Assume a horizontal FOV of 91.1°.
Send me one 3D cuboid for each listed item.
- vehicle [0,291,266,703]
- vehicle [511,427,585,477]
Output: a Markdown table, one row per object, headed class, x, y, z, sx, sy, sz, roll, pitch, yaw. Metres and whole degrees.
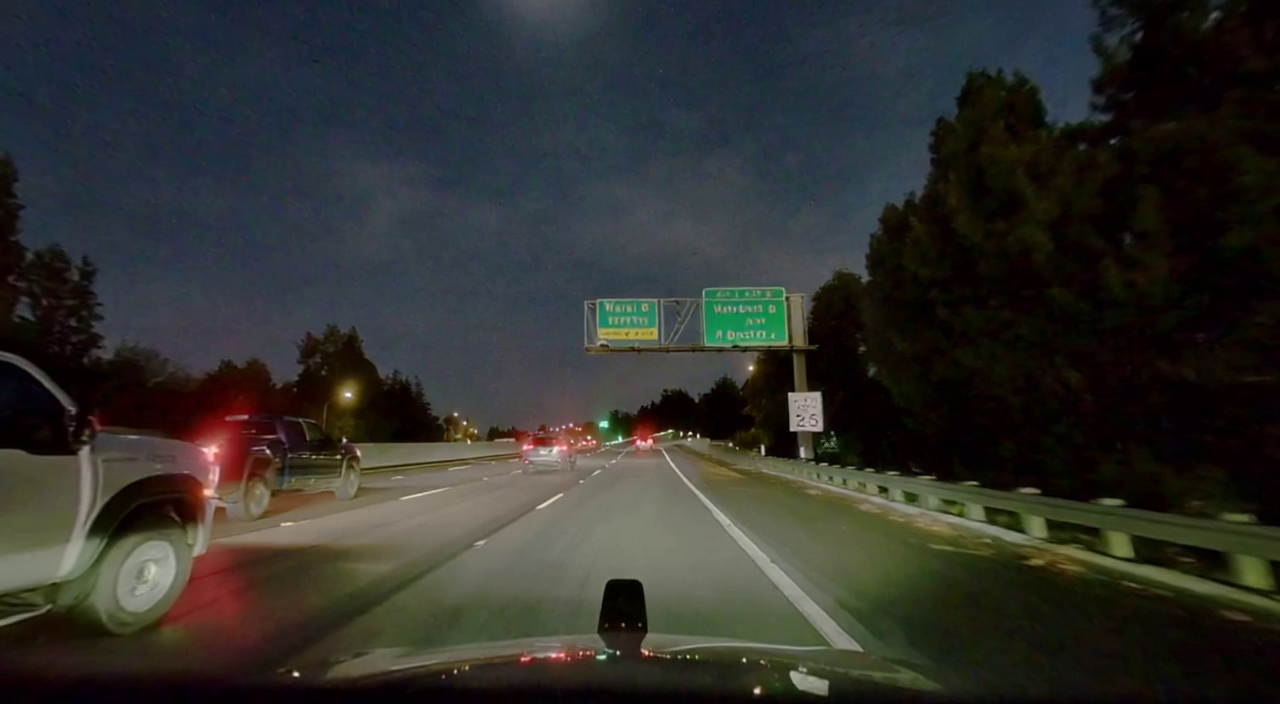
| class | x | y | z | sx | sy | sz | roll | pitch | yaw |
| --- | --- | --- | --- | --- | --- | --- | --- | --- | --- |
| vehicle | -3.767 | 0.631 | 2.093 | 2.079 | 1.929 | 4.748 | 0 | -8 | 0 |
| vehicle | -3.558 | 3.995 | 25.270 | 2.142 | 1.789 | 5.009 | 0 | -8 | 1 |
